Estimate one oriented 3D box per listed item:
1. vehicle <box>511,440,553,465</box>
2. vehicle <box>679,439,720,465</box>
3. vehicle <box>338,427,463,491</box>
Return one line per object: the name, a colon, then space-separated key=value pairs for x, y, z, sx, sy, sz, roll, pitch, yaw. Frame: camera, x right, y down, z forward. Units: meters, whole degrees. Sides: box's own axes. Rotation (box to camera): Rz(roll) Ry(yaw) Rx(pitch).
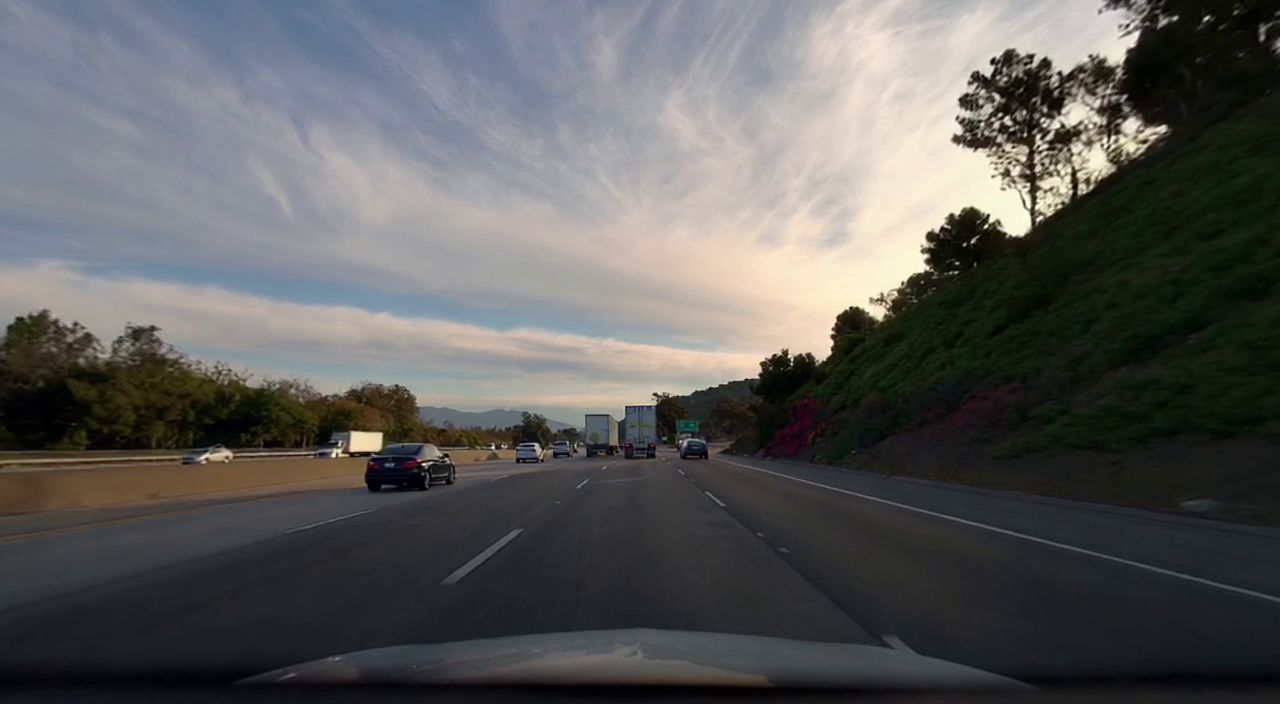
vehicle: x=-6.826 y=6.421 z=40.409 sx=1.891 sy=1.460 sz=4.506 roll=0 pitch=-8 yaw=0
vehicle: x=3.593 y=6.120 z=38.799 sx=2.006 sy=1.452 sz=4.246 roll=0 pitch=-8 yaw=-1
vehicle: x=-7.287 y=3.292 z=19.766 sx=2.122 sy=1.754 sz=4.379 roll=0 pitch=-9 yaw=1
